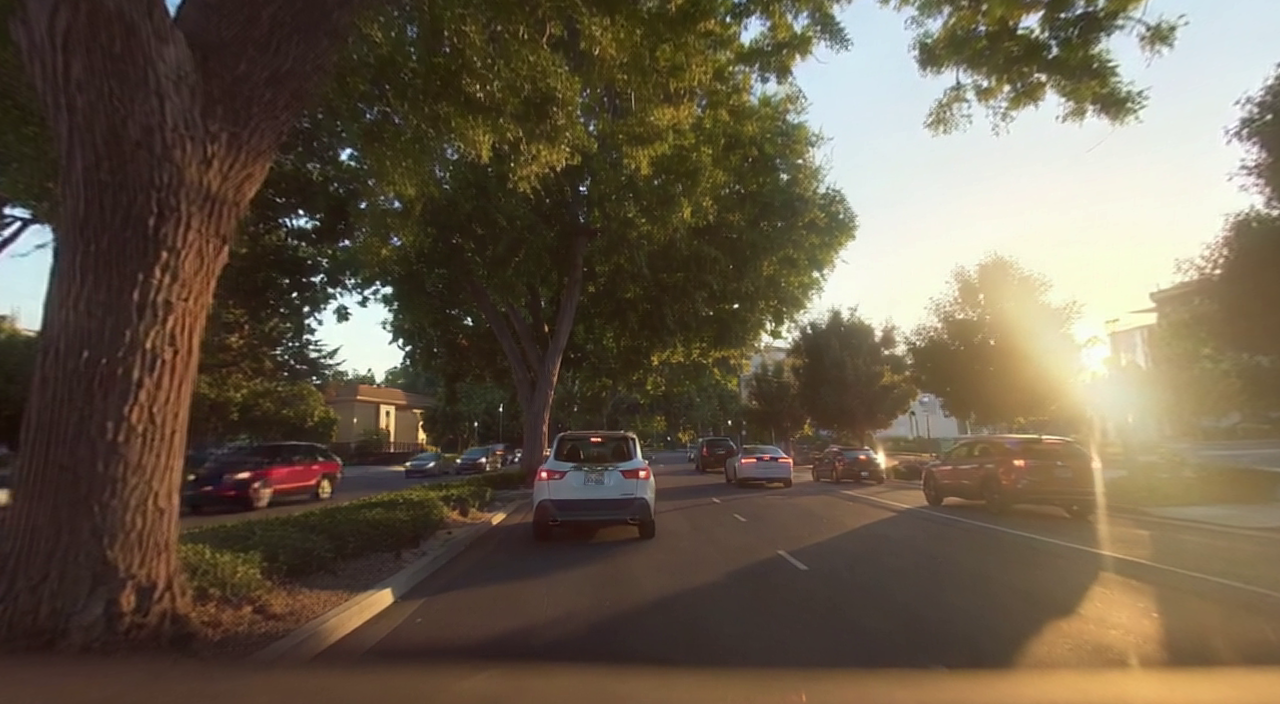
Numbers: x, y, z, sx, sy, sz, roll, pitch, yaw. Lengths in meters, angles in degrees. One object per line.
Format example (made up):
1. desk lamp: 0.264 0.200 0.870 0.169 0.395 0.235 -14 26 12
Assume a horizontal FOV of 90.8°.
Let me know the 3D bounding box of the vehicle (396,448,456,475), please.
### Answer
1. vehicle: -11.912 6.110 35.475 1.866 1.404 4.507 0 -8 -1

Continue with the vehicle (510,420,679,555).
1. vehicle: -0.694 1.968 9.837 2.106 1.655 3.717 1 -8 -4

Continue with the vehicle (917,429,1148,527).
1. vehicle: 7.844 2.529 13.287 2.168 1.709 4.289 0 -8 2

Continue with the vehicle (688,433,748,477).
1. vehicle: 3.488 4.695 29.103 2.114 1.846 4.659 0 -8 -1

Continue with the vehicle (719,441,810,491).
1. vehicle: 3.981 3.723 21.048 2.175 1.477 4.520 0 -8 1

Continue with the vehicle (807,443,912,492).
1. vehicle: 7.229 3.830 21.362 1.977 1.485 4.308 0 -8 0

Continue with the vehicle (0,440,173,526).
1. vehicle: -13.769 2.949 14.815 1.947 1.703 4.525 -1 -8 3

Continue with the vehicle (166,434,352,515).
1. vehicle: -8.901 2.857 15.252 1.920 1.663 4.036 0 -8 0

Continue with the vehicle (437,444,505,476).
1. vehicle: -8.254 5.313 31.337 2.039 1.466 4.553 0 -8 1
